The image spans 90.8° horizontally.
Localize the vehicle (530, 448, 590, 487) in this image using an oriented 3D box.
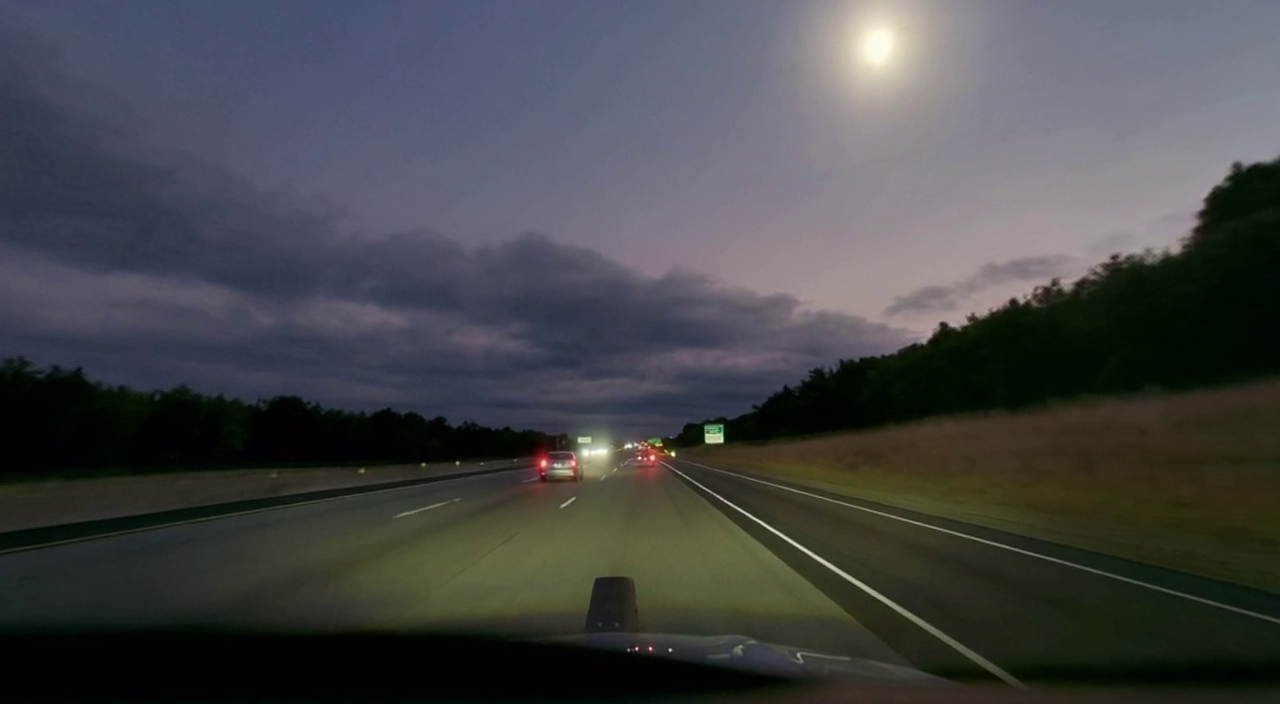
[{"bbox_3d":[-3.258,4.781,26.504,1.978,1.498,4.080,0,-9,0],"label":"vehicle"}]
